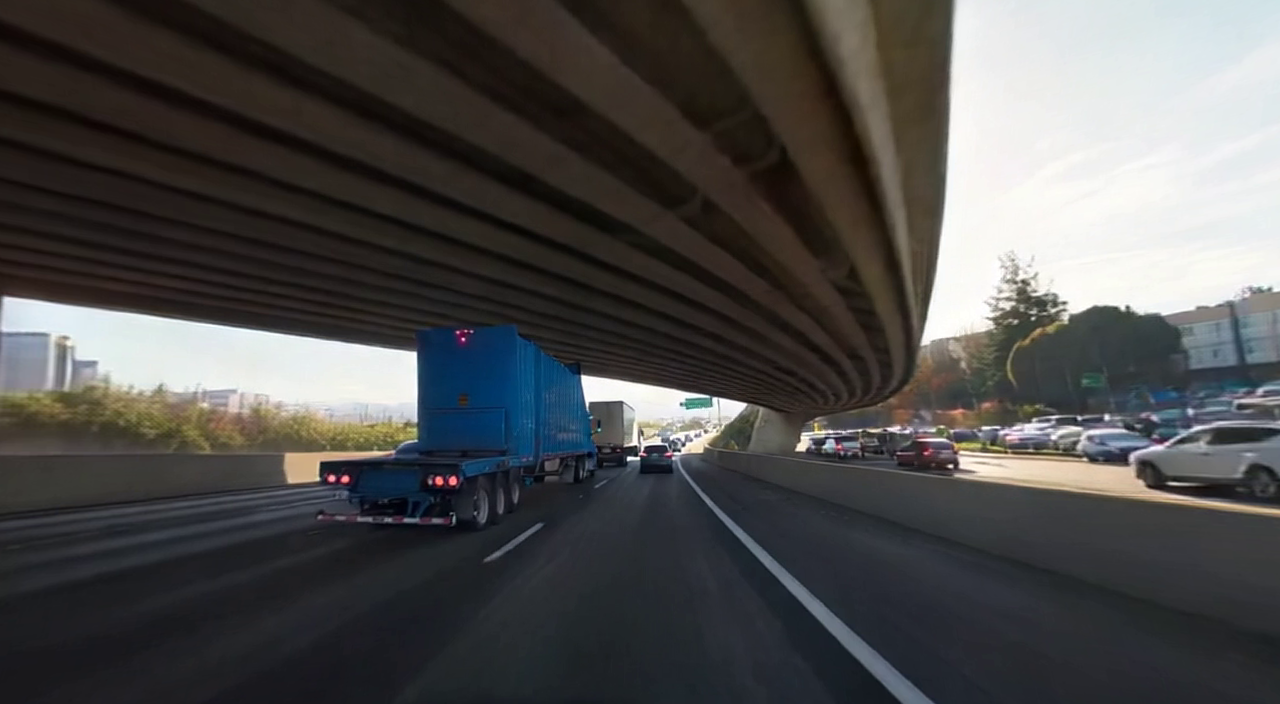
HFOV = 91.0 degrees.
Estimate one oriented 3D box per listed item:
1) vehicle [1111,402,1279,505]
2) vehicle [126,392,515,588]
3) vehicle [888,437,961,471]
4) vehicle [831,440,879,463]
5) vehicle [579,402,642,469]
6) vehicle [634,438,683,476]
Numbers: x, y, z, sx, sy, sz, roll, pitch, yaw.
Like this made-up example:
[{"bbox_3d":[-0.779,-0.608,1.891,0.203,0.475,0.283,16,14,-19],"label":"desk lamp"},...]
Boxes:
[{"bbox_3d":[14.178,2.337,14.656,2.186,2.074,5.586,0,-9,2],"label":"vehicle"},{"bbox_3d":[-3.366,1.552,7.720,2.896,1.779,3.441,-1,-8,1],"label":"vehicle"},{"bbox_3d":[14.978,5.383,33.438,2.022,1.675,4.792,-1,-9,5],"label":"vehicle"},{"bbox_3d":[16.198,7.514,47.752,2.237,1.656,4.676,-1,-9,3],"label":"vehicle"},{"bbox_3d":[-1.726,5.649,41.919,3.073,3.894,9.782,-1,-9,4],"label":"vehicle"},{"bbox_3d":[0.908,4.952,29.781,2.178,1.640,4.071,-1,-9,3],"label":"vehicle"}]
